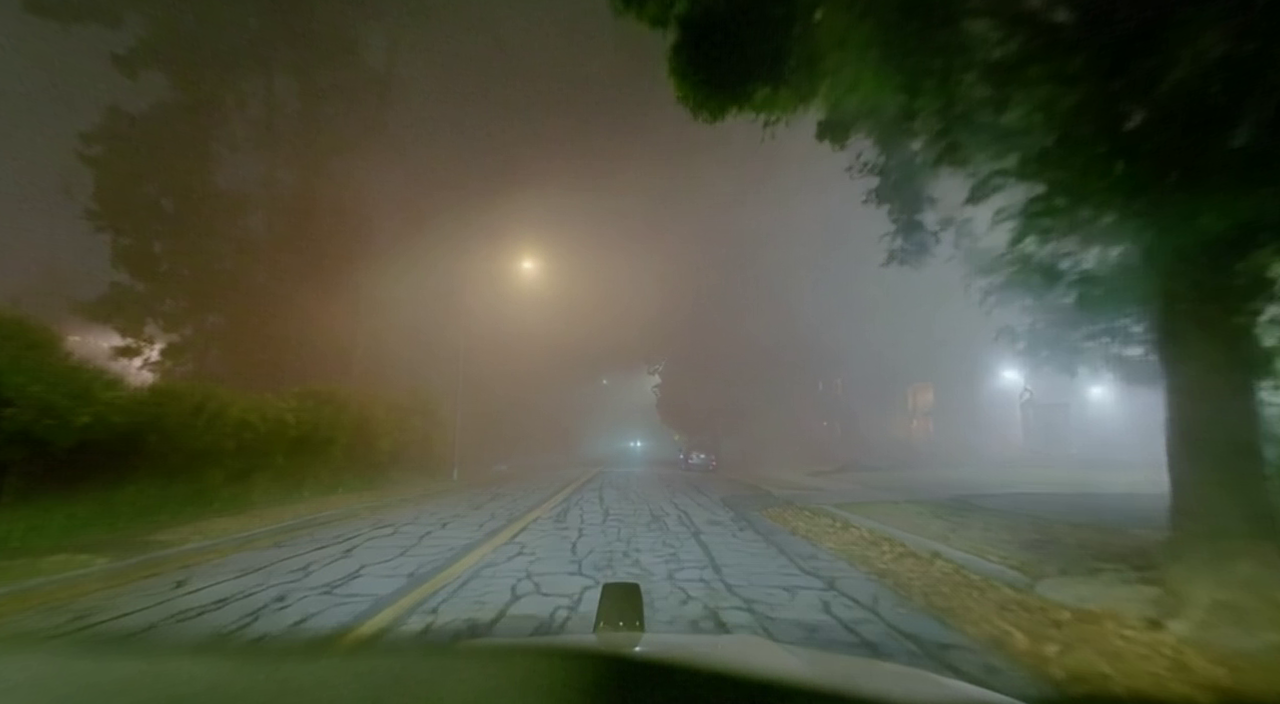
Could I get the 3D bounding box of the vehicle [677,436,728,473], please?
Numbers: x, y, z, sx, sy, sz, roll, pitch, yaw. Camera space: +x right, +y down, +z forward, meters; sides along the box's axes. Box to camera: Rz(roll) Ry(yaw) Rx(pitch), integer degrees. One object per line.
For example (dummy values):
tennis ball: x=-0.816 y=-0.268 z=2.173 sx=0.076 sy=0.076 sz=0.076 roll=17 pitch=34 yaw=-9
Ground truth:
vehicle: x=3.058 y=5.107 z=31.660 sx=2.086 sy=1.726 sz=4.384 roll=0 pitch=-9 yaw=0
